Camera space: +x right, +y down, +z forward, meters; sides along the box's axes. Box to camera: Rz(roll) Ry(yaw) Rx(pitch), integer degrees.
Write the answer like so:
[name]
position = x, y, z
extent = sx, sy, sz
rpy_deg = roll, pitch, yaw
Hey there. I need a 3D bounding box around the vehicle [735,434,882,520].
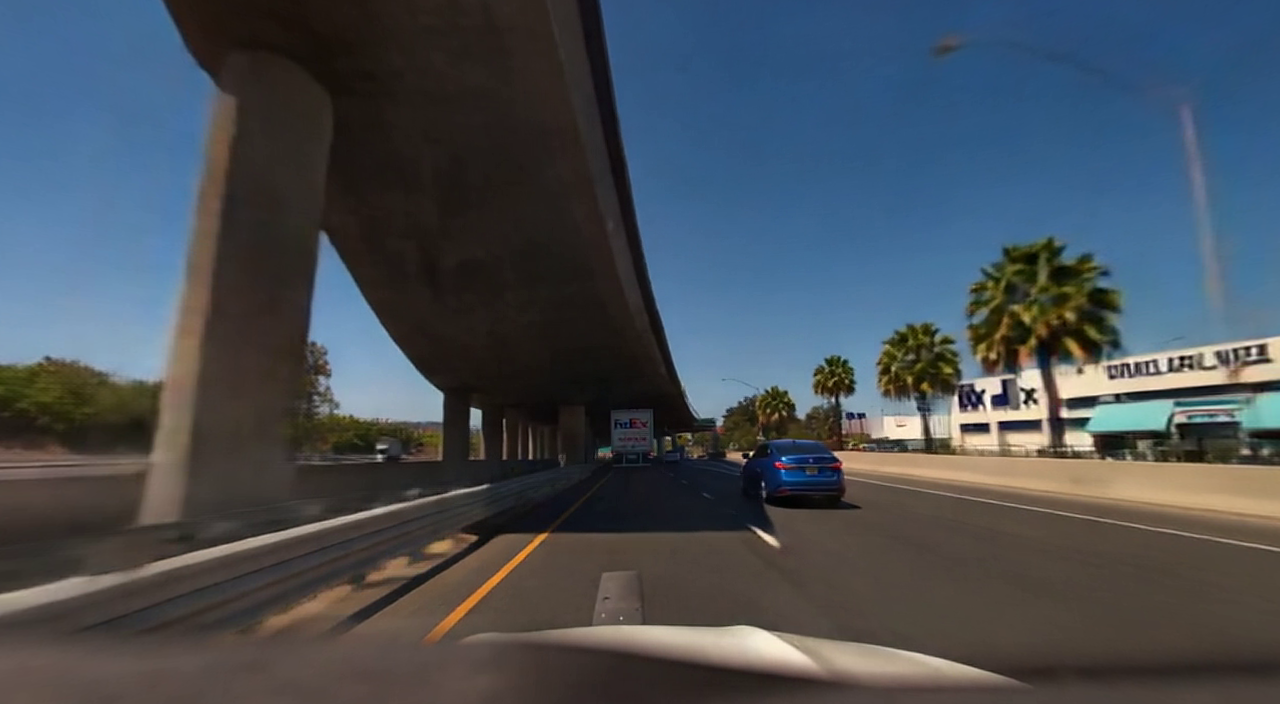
[vehicle]
position = 3.457, 2.648, 13.847
extent = 1.966, 1.558, 4.238
rpy_deg = 0, -9, -1
